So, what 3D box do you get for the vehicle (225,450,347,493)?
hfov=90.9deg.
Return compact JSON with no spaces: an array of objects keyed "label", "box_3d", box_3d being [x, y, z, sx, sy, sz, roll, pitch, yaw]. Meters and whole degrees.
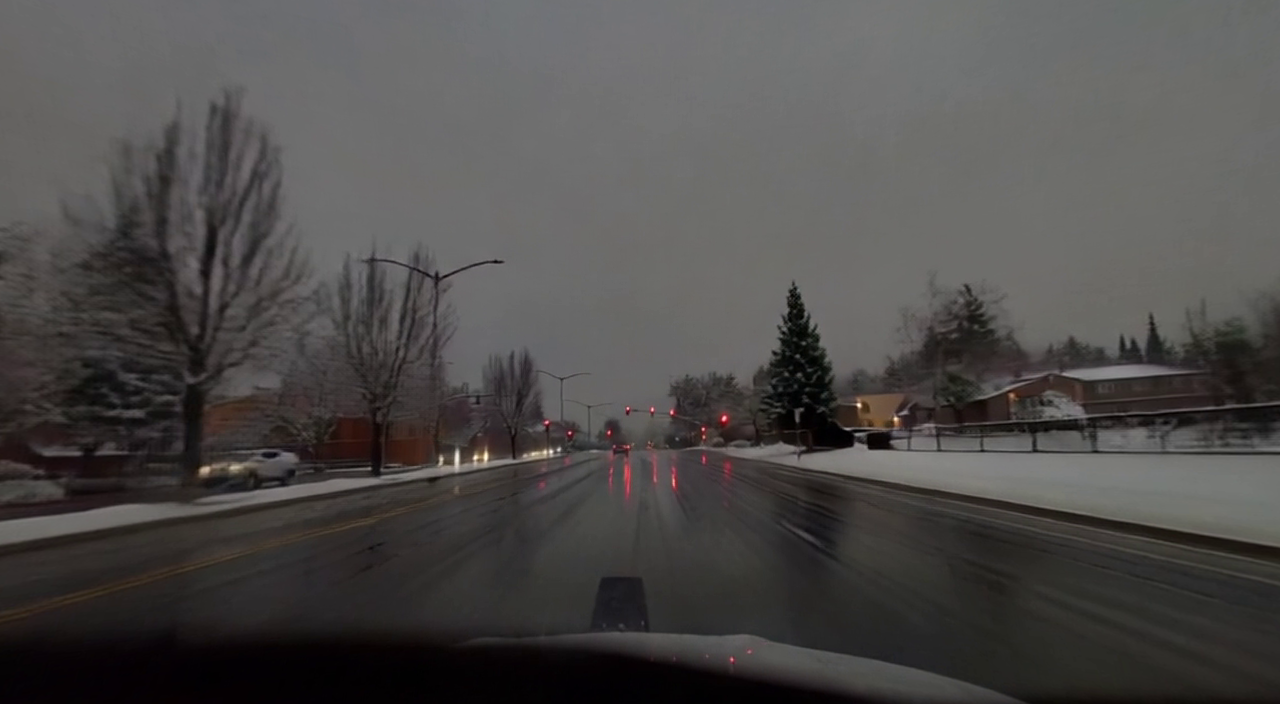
[{"label":"vehicle","box_3d":[-13.313,4.487,24.064,1.954,1.457,4.516,-1,-9,1]}]
